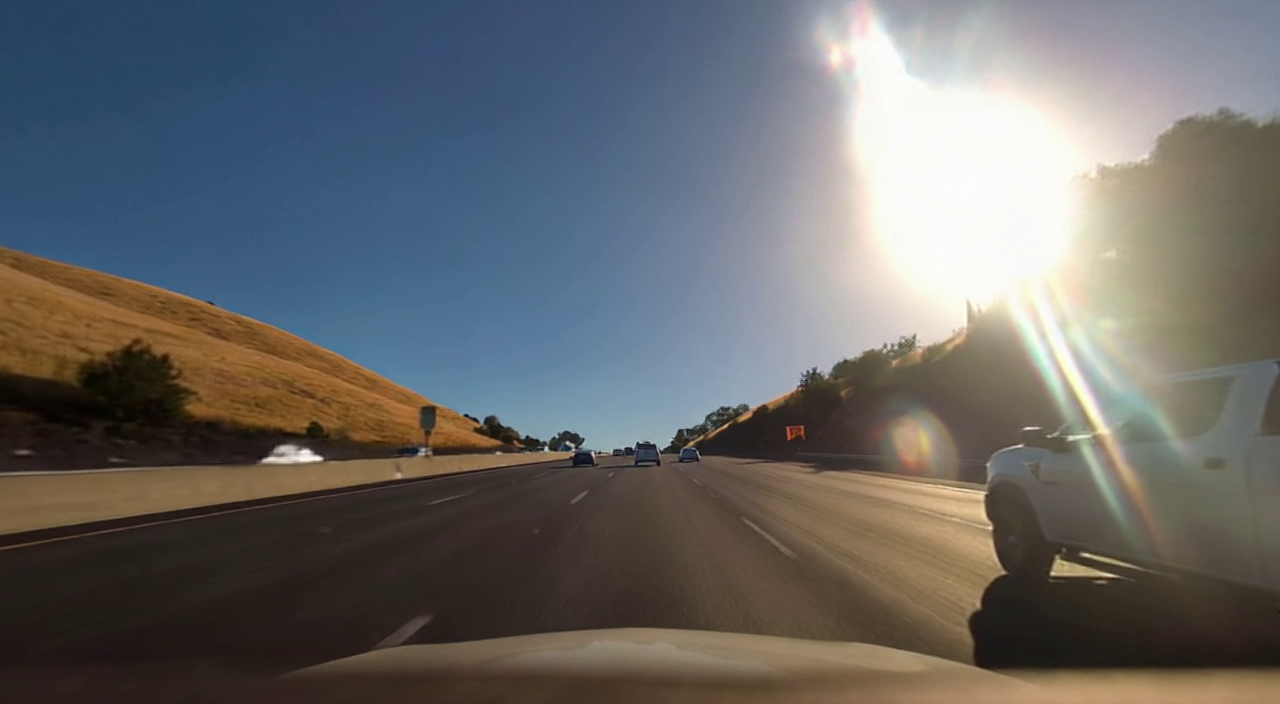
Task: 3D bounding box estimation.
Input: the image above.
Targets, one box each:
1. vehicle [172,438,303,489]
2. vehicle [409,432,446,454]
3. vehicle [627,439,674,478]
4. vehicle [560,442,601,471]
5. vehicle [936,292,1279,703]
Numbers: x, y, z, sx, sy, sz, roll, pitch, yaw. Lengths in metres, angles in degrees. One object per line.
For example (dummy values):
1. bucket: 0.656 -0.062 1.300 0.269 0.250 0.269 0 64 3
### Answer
1. vehicle: -12.541 3.476 19.968 1.616 1.444 3.746 0 -8 1
2. vehicle: -15.928 6.877 47.422 1.641 1.382 3.344 -3 -12 0
3. vehicle: 0.463 4.954 29.723 2.086 1.685 4.206 0 -8 0
4. vehicle: -3.623 6.422 39.089 2.076 1.690 4.113 0 -8 1
5. vehicle: 4.267 0.772 3.191 2.700 1.980 5.866 0 -8 0
